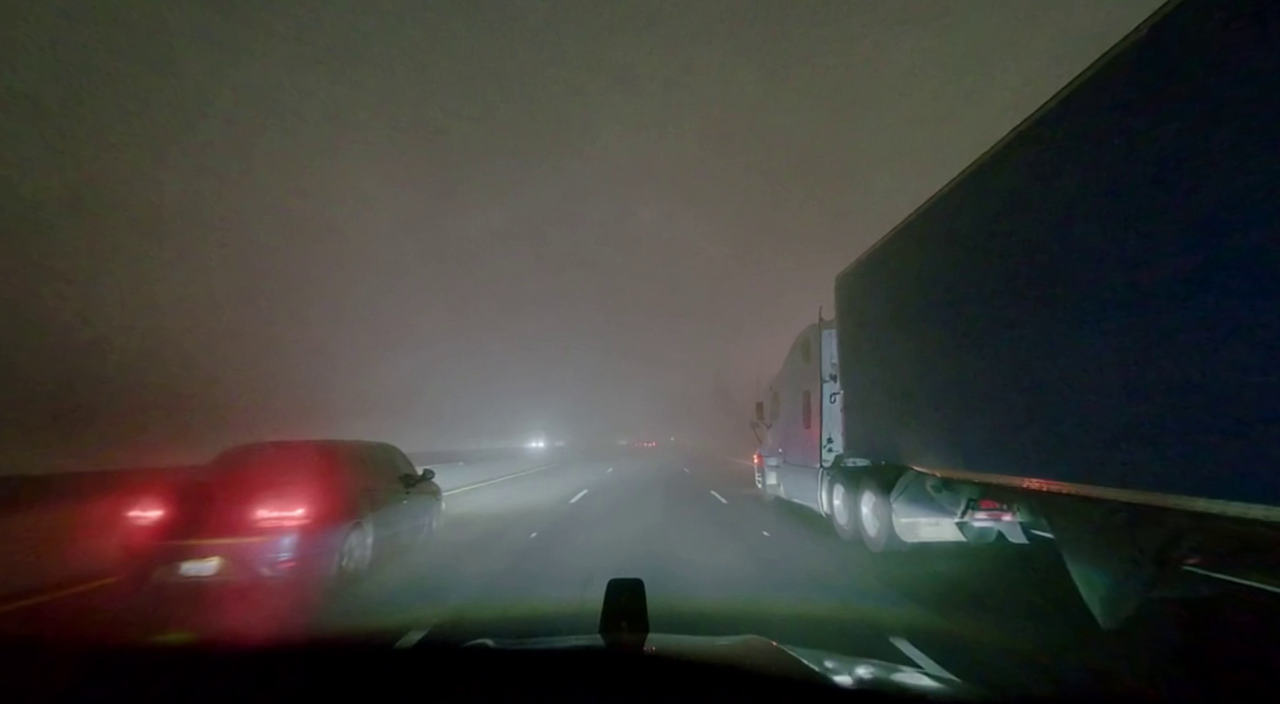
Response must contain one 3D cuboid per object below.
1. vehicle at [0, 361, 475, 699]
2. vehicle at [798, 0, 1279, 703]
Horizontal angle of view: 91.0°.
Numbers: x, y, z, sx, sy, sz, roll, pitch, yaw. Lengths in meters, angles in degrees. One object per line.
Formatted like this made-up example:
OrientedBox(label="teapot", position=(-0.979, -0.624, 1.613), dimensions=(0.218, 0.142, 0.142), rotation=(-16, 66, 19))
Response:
OrientedBox(label="vehicle", position=(-3.222, 1.226, 5.606), dimensions=(2.189, 1.707, 4.692), rotation=(0, -8, 1))
OrientedBox(label="vehicle", position=(3.922, -0.289, 2.825), dimensions=(2.989, 4.067, 13.991), rotation=(0, -8, 1))
